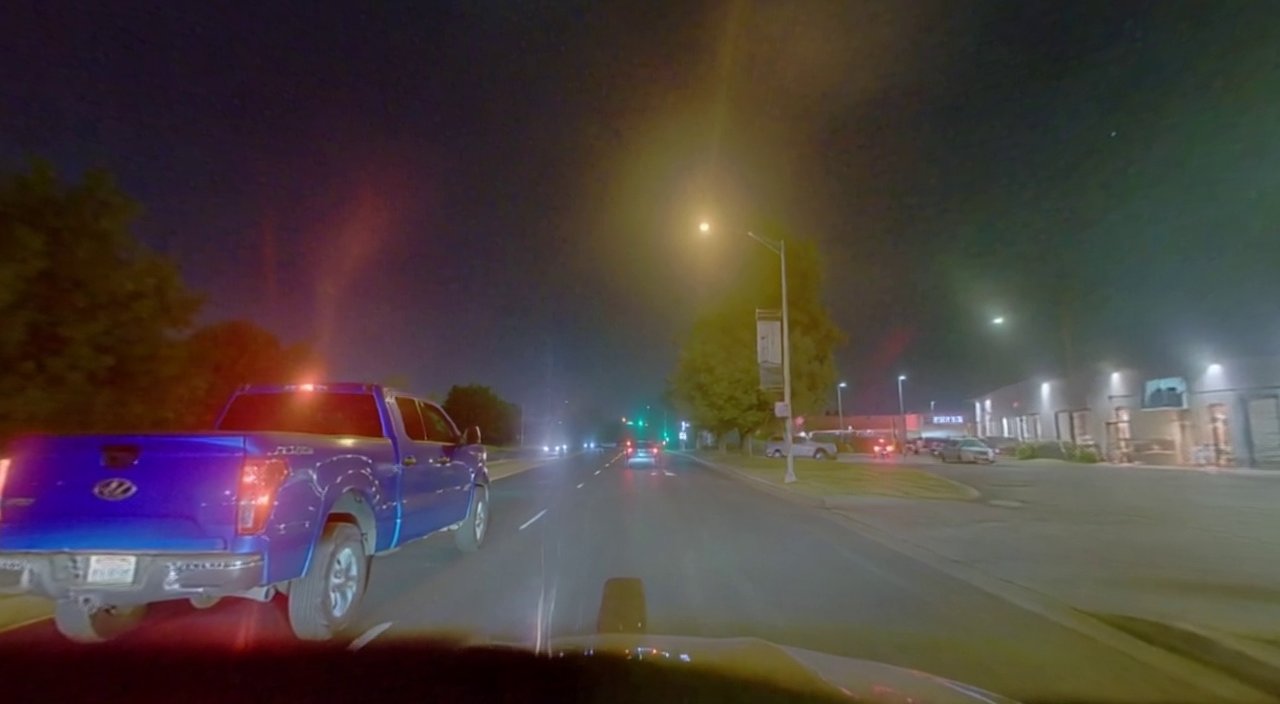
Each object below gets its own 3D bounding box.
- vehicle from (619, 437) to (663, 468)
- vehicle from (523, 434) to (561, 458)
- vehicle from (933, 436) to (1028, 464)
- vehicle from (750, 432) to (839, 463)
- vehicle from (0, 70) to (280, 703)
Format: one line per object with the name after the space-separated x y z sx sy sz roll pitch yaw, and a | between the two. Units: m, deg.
0.045 5.311 33.452 2.191 1.530 4.470 0 -8 0 | vehicle
-7.721 7.471 49.988 2.146 1.788 5.153 0 -8 0 | vehicle
20.620 5.919 38.064 4.836 1.567 2.051 -5 -10 31 | vehicle
9.453 5.816 38.329 5.109 1.735 1.997 4 -9 -25 | vehicle
-3.506 0.177 0.884 2.733 2.495 5.037 -1 -8 3 | vehicle
